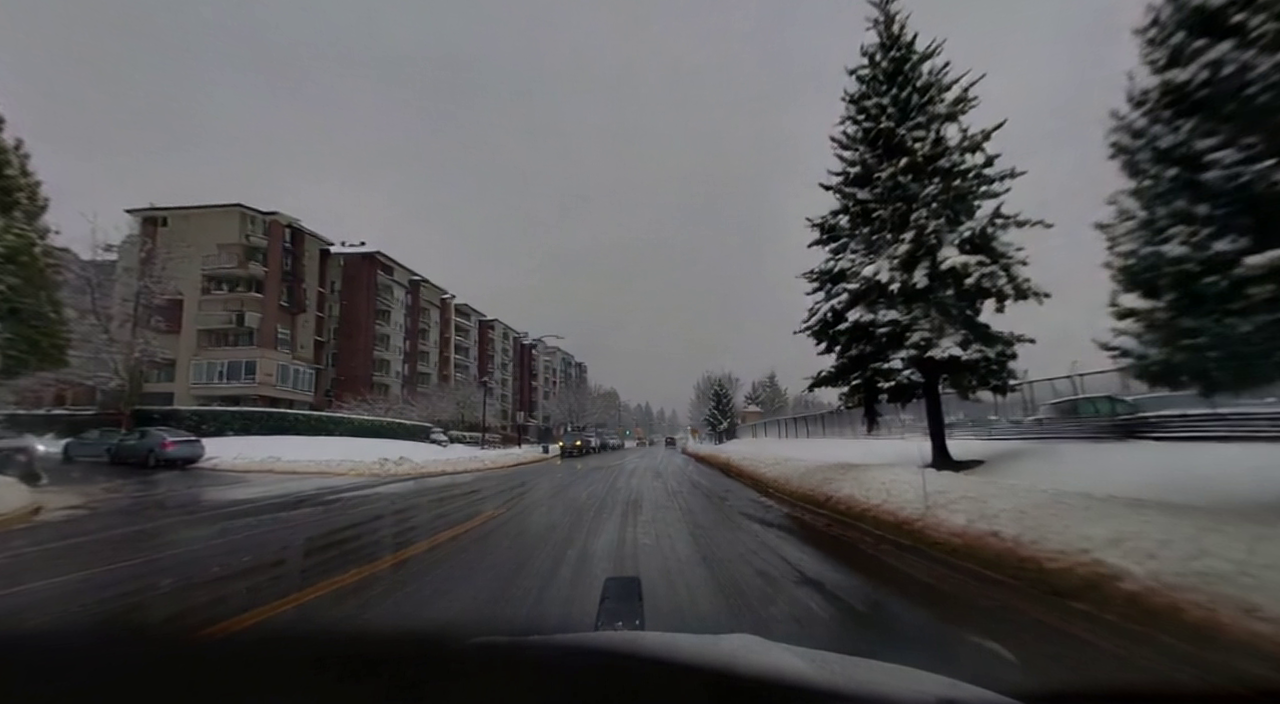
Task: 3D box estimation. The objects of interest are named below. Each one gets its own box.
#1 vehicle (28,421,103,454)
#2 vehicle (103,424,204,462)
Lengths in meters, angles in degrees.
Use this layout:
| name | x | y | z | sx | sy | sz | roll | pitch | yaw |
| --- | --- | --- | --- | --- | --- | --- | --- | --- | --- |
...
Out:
| name | x | y | z | sx | sy | sz | roll | pitch | yaw |
| --- | --- | --- | --- | --- | --- | --- | --- | --- | --- |
| vehicle | -34.778 | 5.211 | 38.221 | 4.503 | 1.838 | 2.069 | -5 | -10 | 32 |
| vehicle | -24.798 | 4.650 | 32.178 | 5.078 | 1.794 | 2.210 | -5 | -10 | 30 |
